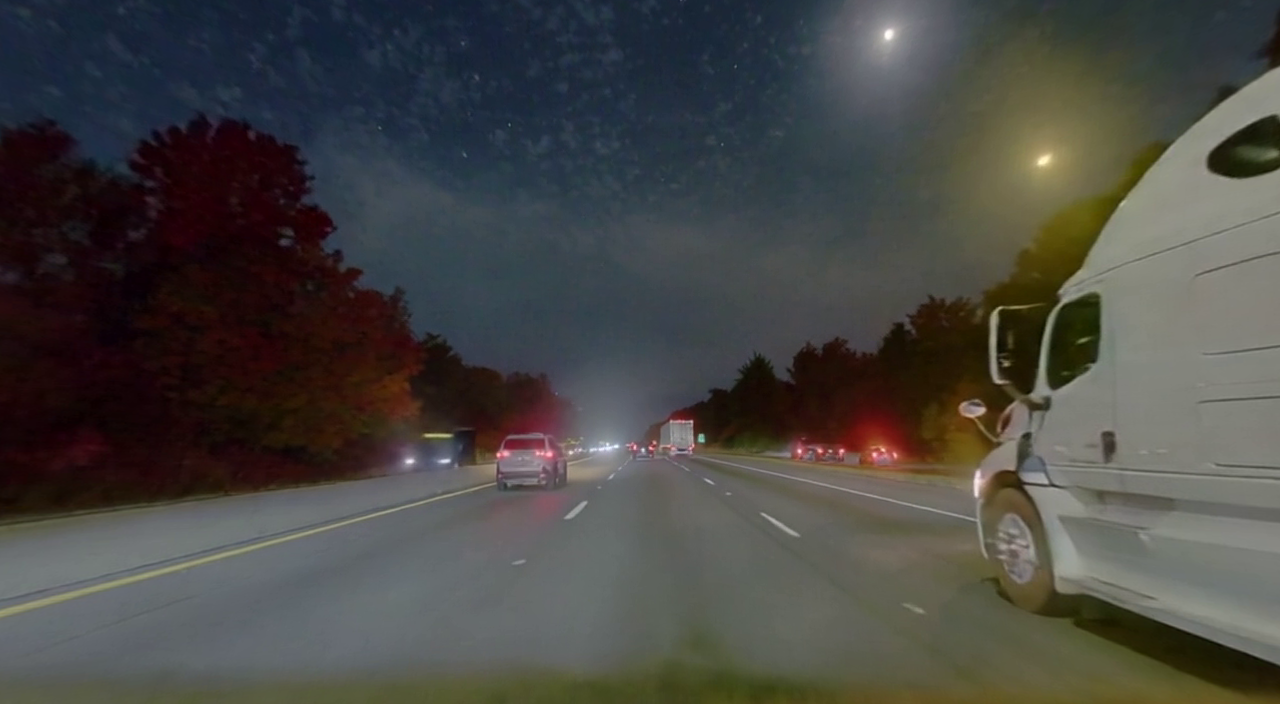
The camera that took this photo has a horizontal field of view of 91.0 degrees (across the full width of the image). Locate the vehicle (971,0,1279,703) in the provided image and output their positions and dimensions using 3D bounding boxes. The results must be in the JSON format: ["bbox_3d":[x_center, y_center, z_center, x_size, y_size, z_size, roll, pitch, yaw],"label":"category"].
[{"bbox_3d":[4.795,0.183,4.001,3.306,3.639,3.451,0,-8,0],"label":"vehicle"}]

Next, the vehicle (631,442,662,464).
[{"bbox_3d":[0.470,7.159,44.854,2.152,1.484,4.211,0,-8,1],"label":"vehicle"}]

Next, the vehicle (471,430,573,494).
[{"bbox_3d":[-3.342,3.230,18.876,2.077,1.669,4.739,0,-8,1],"label":"vehicle"}]

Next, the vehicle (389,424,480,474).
[{"bbox_3d":[-10.563,5.063,32.983,2.533,2.313,6.197,0,-8,1],"label":"vehicle"}]
